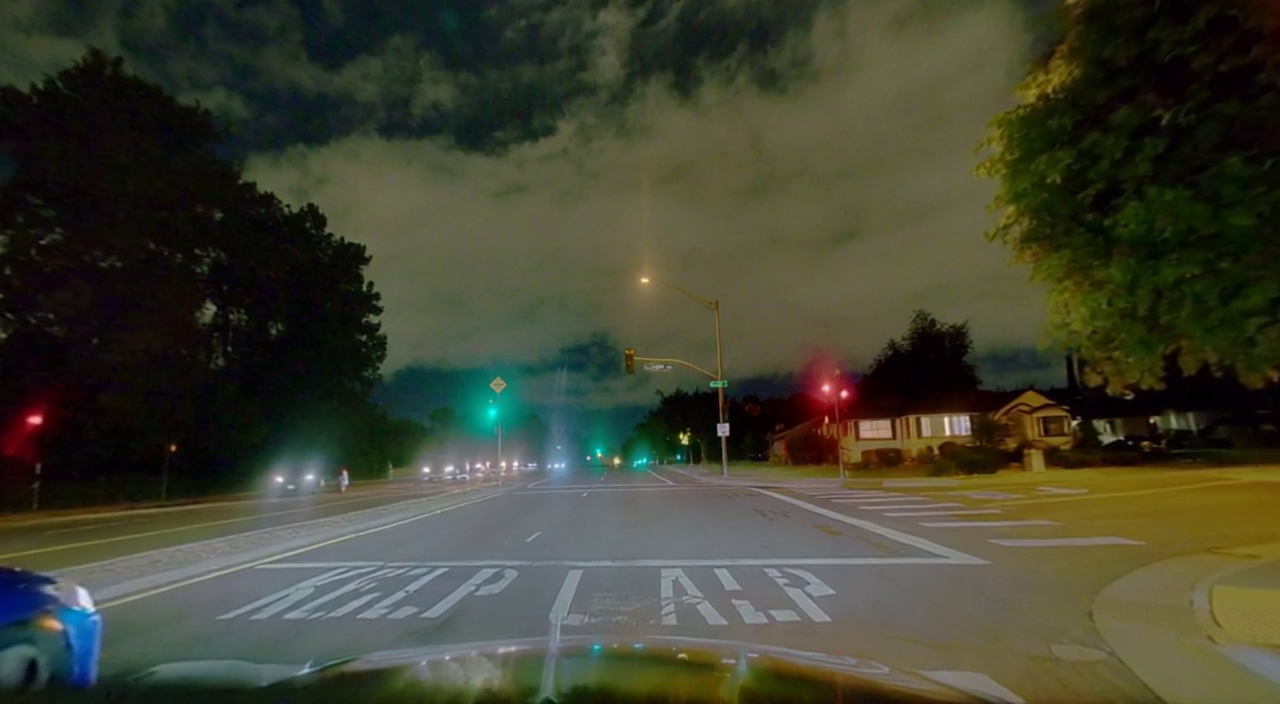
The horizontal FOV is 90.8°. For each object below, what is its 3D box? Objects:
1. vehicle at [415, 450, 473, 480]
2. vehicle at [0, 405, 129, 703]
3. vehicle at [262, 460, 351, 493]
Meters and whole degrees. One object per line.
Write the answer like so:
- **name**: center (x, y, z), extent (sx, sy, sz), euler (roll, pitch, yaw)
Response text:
- **vehicle**: center (-13.557, 7.814, 44.174), extent (2.301, 1.921, 5.793), euler (0, -9, -1)
- **vehicle**: center (-3.669, 0.733, 0.969), extent (1.980, 1.508, 4.502), euler (0, -9, 0)
- **vehicle**: center (-17.283, 6.467, 33.047), extent (2.108, 1.480, 4.707), euler (0, -9, -1)
